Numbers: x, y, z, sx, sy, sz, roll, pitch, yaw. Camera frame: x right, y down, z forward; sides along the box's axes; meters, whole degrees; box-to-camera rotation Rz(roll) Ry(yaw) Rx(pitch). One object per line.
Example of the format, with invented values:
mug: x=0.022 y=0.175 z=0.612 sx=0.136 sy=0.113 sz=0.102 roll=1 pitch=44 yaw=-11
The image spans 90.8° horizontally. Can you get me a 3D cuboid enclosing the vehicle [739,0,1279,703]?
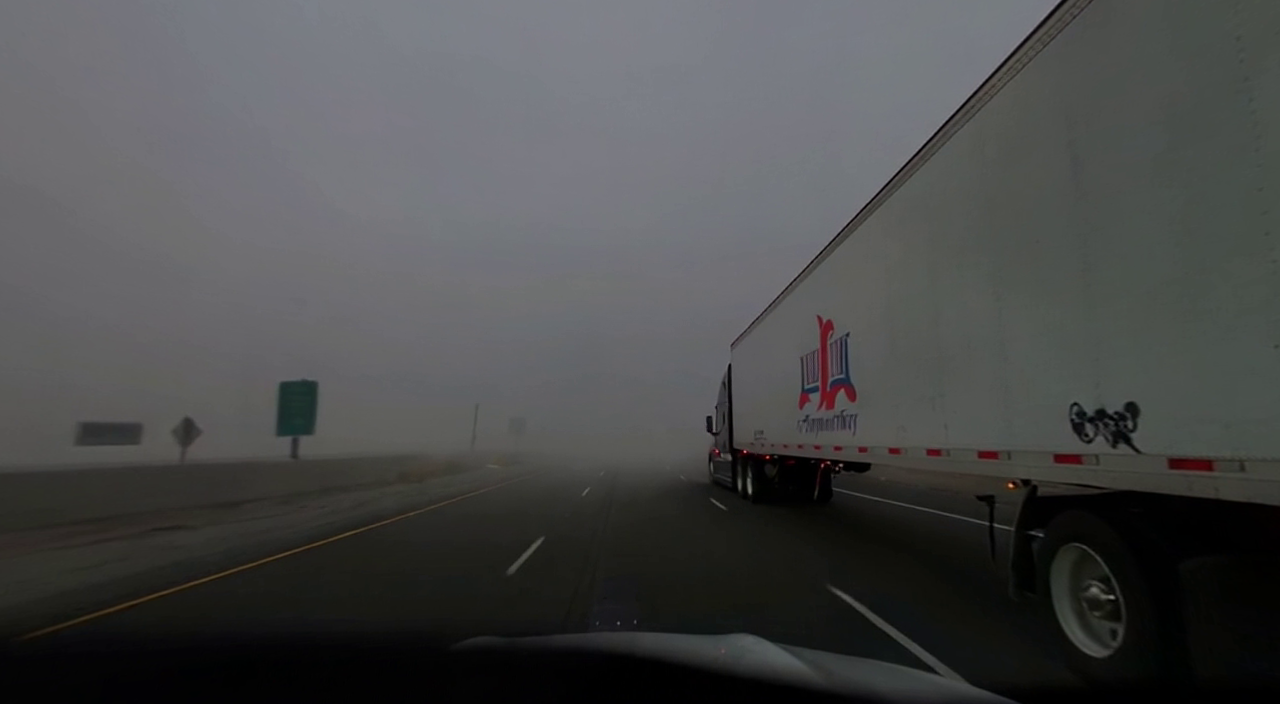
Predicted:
vehicle: x=3.908 y=0.554 z=9.034 sx=2.962 sy=4.132 sz=12.720 roll=0 pitch=-8 yaw=0

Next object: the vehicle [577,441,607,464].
vehicle: x=-3.596 y=7.611 z=48.079 sx=2.030 sy=1.657 sz=3.926 roll=0 pitch=-8 yaw=-1
